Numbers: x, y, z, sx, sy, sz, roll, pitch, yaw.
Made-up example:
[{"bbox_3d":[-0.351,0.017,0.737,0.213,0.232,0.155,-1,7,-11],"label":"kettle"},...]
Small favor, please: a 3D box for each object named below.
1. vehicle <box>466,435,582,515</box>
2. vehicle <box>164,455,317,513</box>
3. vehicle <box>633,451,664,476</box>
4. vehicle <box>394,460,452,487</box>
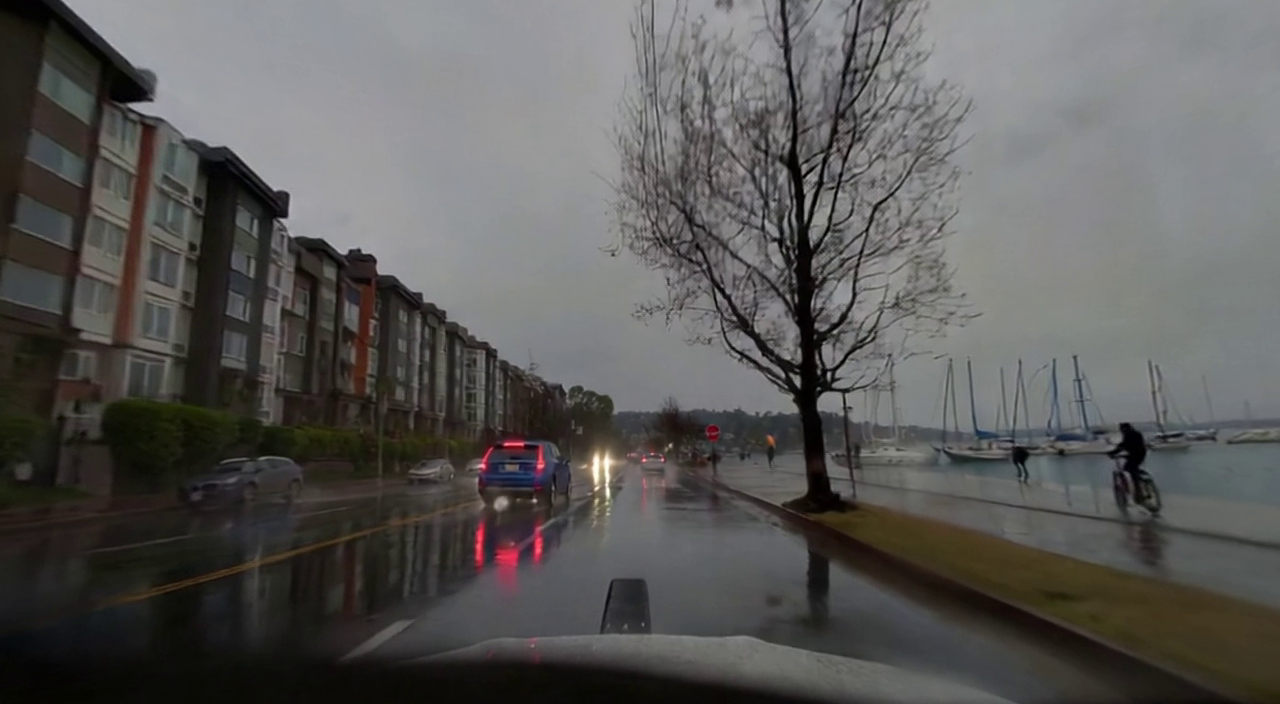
[{"bbox_3d":[-2.900,3.229,16.985,2.082,1.817,4.724,-1,-9,2],"label":"vehicle"},{"bbox_3d":[-13.351,4.411,21.491,2.128,1.716,4.479,-1,-9,2],"label":"vehicle"},{"bbox_3d":[0.634,7.742,43.827,2.057,1.624,3.726,-1,-9,2],"label":"vehicle"},{"bbox_3d":[-13.343,7.465,38.995,1.871,1.463,4.555,0,-9,1],"label":"vehicle"}]
